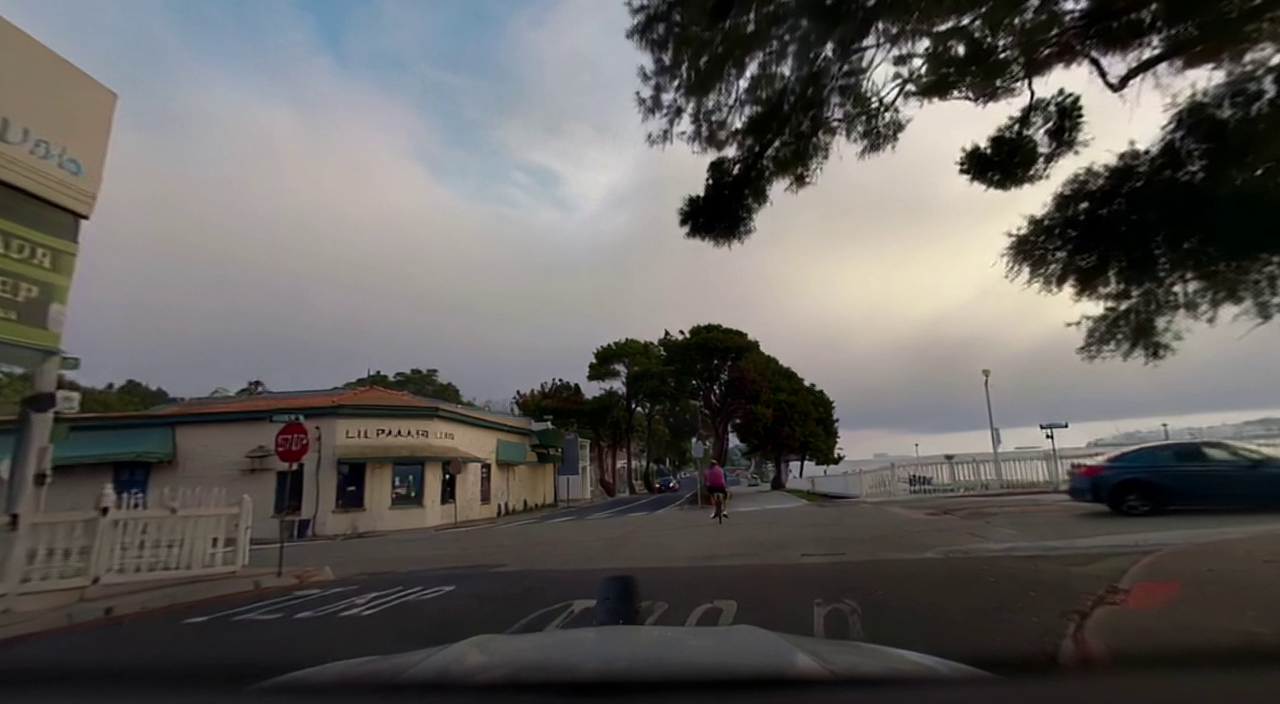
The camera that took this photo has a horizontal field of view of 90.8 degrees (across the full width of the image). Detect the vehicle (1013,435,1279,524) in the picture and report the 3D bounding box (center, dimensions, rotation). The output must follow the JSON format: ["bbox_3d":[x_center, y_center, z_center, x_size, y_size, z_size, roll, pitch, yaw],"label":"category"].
[{"bbox_3d":[10.379,2.348,11.983,5.323,1.479,2.112,-3,-9,21],"label":"vehicle"}]
